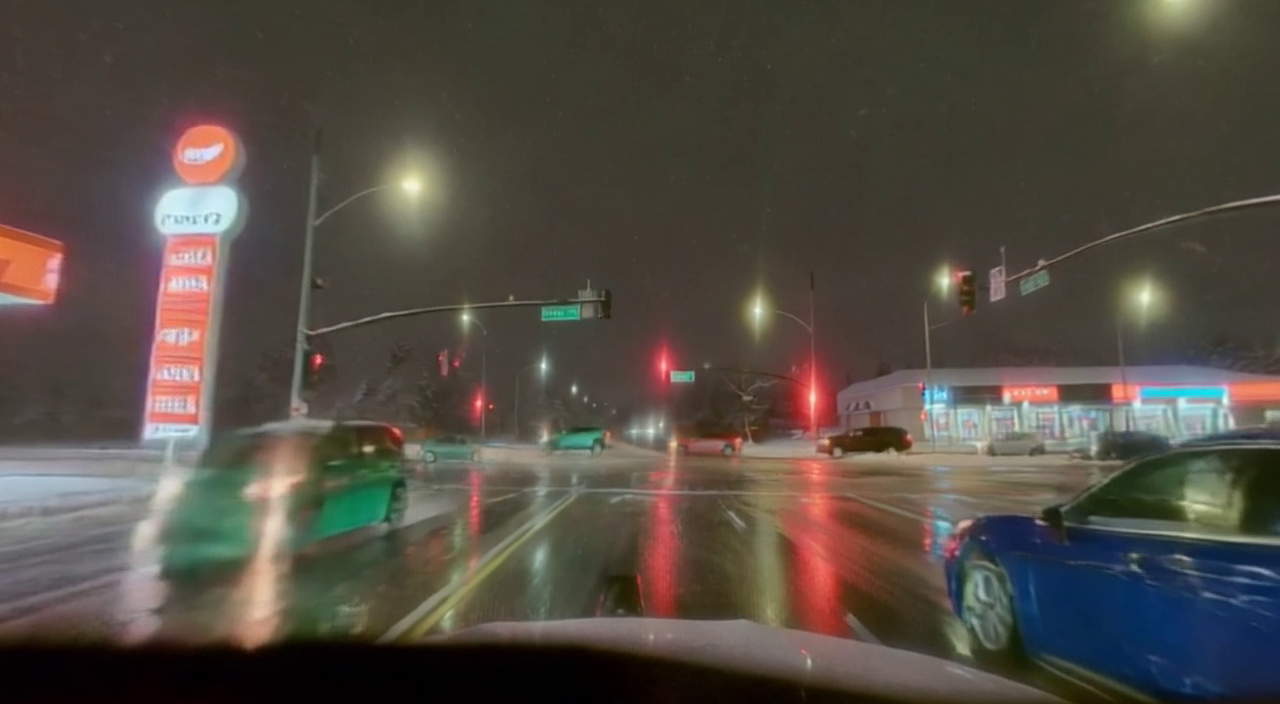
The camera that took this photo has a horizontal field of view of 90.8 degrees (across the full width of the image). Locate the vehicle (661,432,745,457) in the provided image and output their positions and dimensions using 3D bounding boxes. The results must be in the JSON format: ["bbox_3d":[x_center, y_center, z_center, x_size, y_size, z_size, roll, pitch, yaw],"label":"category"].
[{"bbox_3d":[3.834,5.735,38.979,4.801,1.466,1.830,-5,-10,28],"label":"vehicle"}]

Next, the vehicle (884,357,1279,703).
[{"bbox_3d":[2.893,0.874,2.521,1.995,1.525,4.392,0,-8,-1],"label":"vehicle"}]

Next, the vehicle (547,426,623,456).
[{"bbox_3d":[-3.368,5.503,38.891,4.311,1.742,1.864,-4,-9,26],"label":"vehicle"}]

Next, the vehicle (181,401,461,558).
[{"bbox_3d":[-4.161,1.731,9.309,2.196,1.696,4.484,1,-8,-7],"label":"vehicle"}]

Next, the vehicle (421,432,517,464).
[{"bbox_3d":[-8.671,4.840,31.928,4.806,1.482,1.862,-6,-10,32],"label":"vehicle"}]
